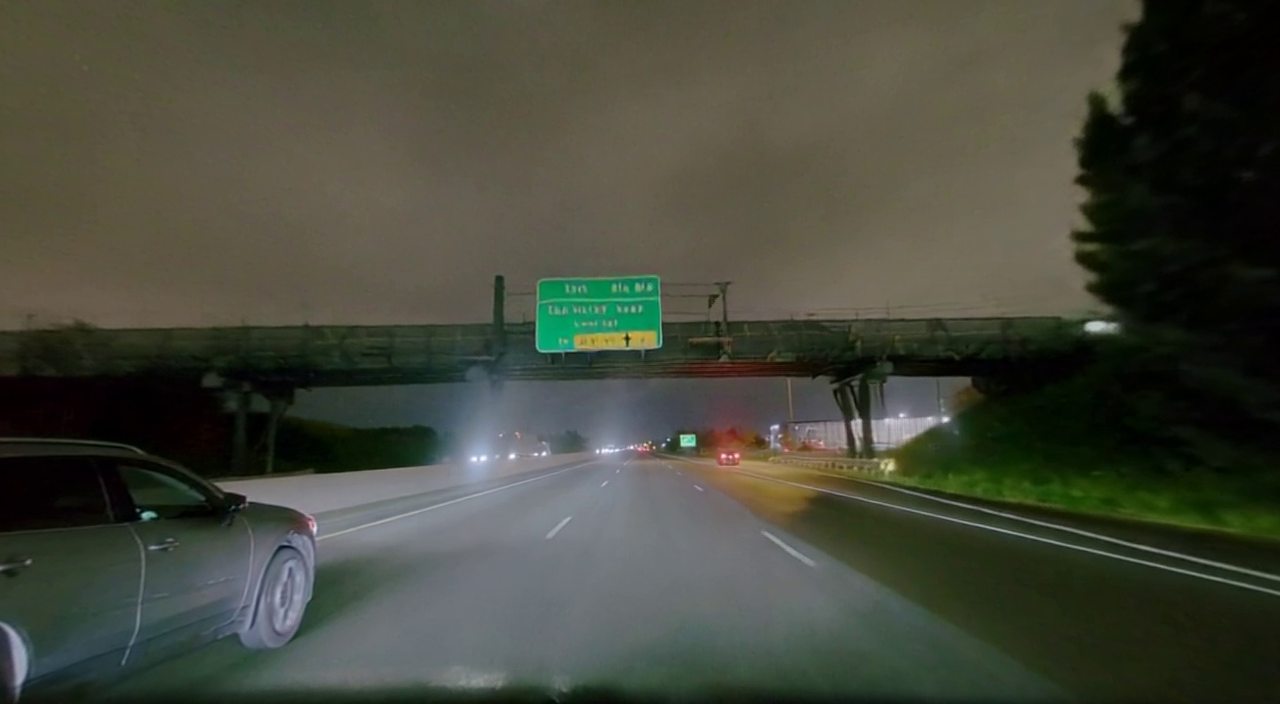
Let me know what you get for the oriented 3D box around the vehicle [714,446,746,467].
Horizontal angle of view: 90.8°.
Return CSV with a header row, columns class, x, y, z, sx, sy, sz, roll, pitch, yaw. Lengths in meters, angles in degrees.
class,x,y,z,sx,sy,sz,roll,pitch,yaw
vehicle,6.881,7.986,48.498,1.923,1.516,3.815,0,-9,0
